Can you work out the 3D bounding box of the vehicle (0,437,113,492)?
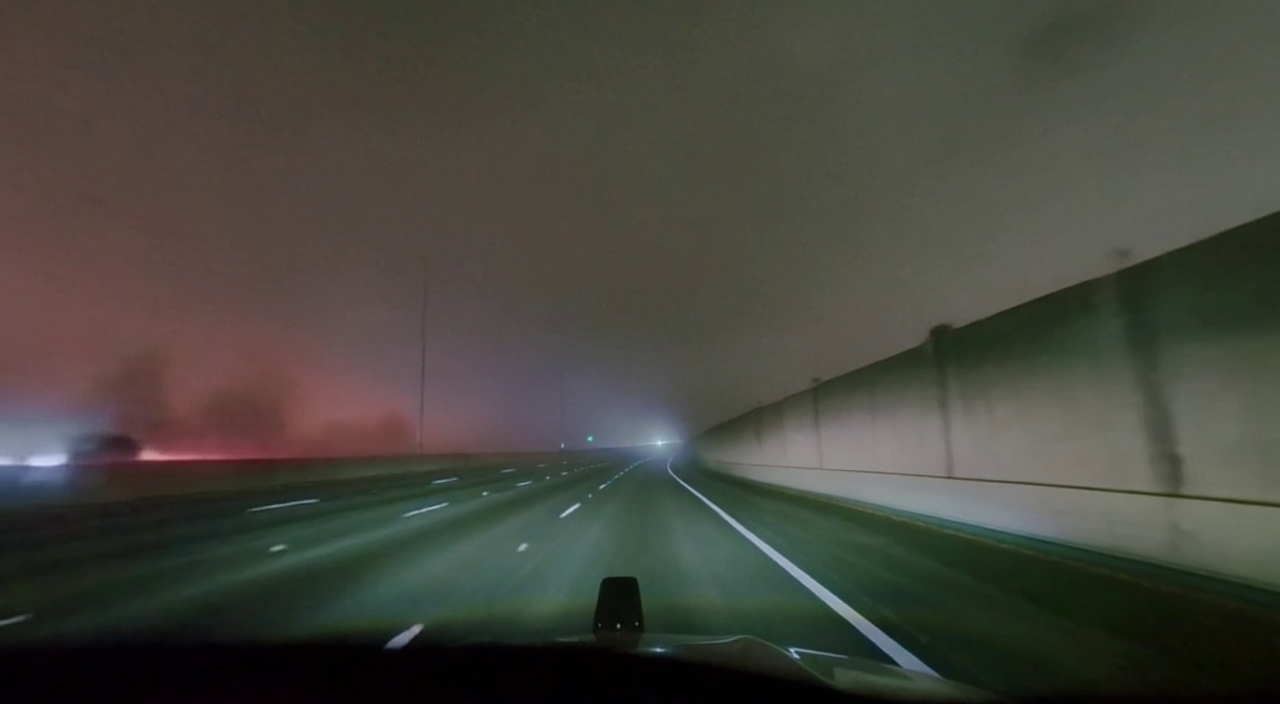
[{"bbox_3d":[-18.725,3.360,18.925,1.857,1.507,4.425,0,-9,1],"label":"vehicle"}]
